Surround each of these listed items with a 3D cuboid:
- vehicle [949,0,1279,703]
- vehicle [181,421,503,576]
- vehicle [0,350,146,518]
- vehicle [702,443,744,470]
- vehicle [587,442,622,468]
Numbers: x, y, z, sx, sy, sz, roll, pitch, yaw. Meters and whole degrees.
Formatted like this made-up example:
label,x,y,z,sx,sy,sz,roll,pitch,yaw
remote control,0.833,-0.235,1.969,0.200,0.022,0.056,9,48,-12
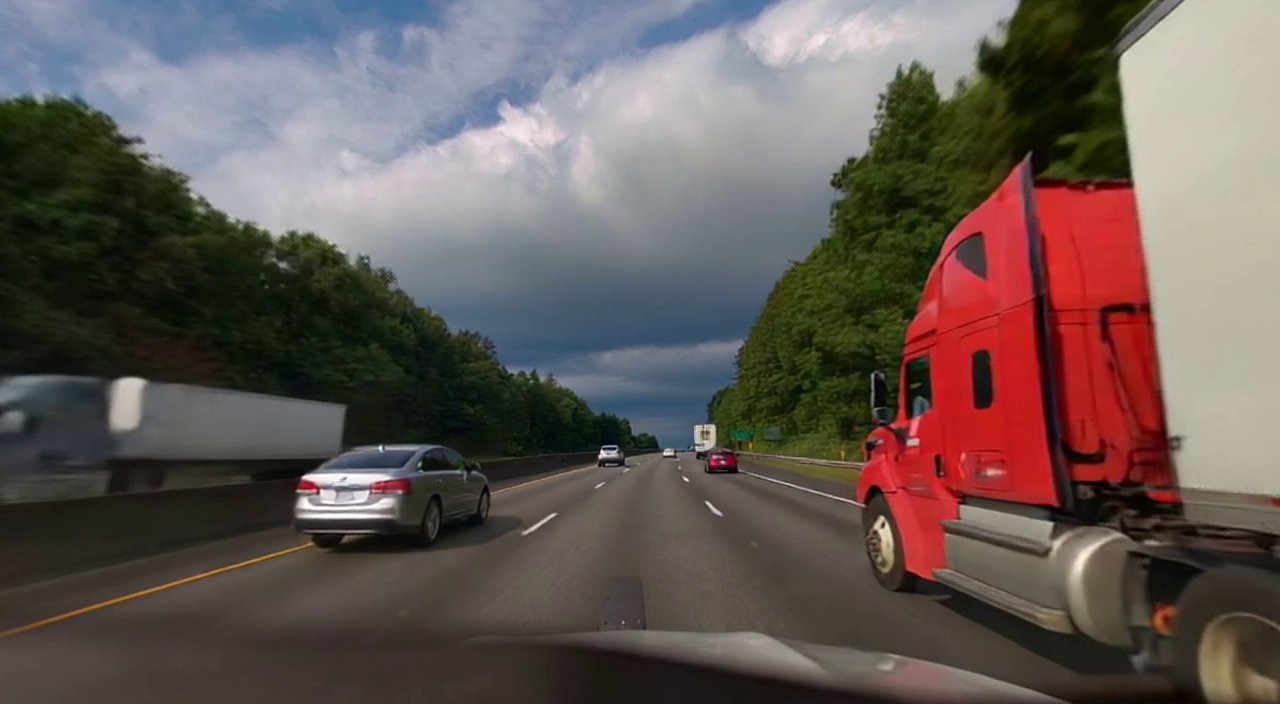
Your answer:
label,x,y,z,sx,sy,sz,roll,pitch,yaw
vehicle,4.385,-0.110,2.844,2.976,3.886,5.835,0,-9,1
vehicle,-3.513,1.845,8.765,2.085,1.530,4.809,0,-9,0
vehicle,-15.679,1.938,14.718,3.109,3.685,5.956,0,-9,1
vehicle,5.180,6.583,39.704,2.176,1.598,3.878,0,-9,1
vehicle,-2.377,7.041,43.229,2.017,1.683,4.309,0,-9,2
